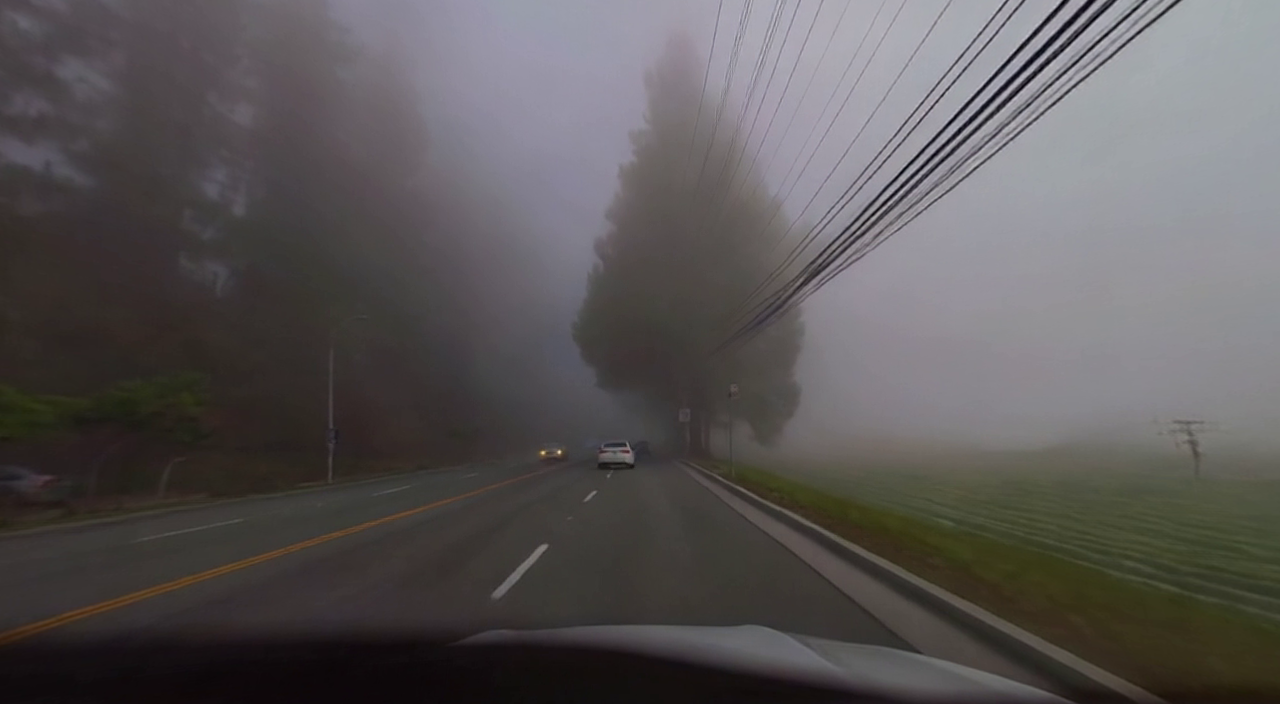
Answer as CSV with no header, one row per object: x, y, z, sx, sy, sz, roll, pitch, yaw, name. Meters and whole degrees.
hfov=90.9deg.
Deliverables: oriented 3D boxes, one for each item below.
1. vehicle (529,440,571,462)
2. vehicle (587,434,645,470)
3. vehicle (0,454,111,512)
-6.220,6.865,43.995,2.142,1.436,4.612,-1,-8,2,vehicle
-0.982,4.463,28.279,2.153,1.461,4.374,-1,-8,3,vehicle
-18.214,3.627,17.659,4.916,1.474,2.008,0,-8,0,vehicle
